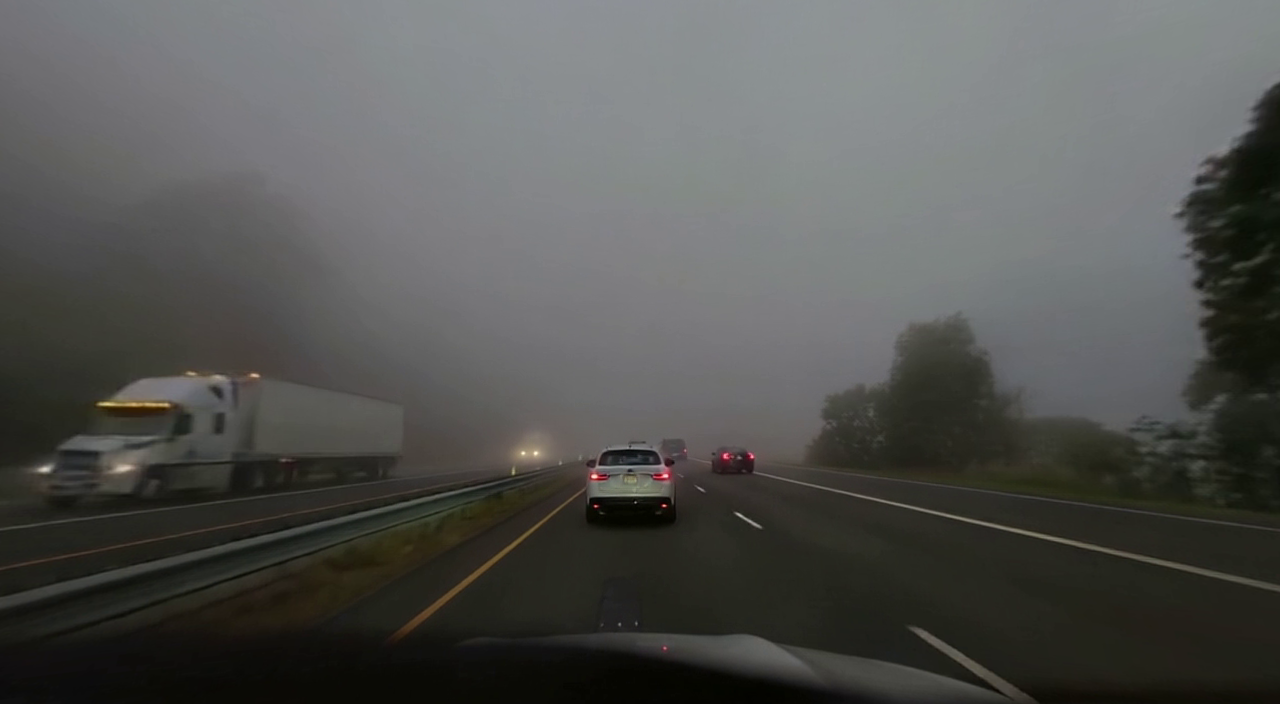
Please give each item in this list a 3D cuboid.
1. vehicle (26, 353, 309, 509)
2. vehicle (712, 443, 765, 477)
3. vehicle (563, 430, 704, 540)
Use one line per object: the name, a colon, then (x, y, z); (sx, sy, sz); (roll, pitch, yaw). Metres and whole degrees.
vehicle: (-13.612, 2.471, 19.204); (3.152, 3.893, 6.812); (0, -9, 0)
vehicle: (4.724, 5.233, 30.728); (1.931, 1.516, 3.995); (0, -9, -1)
vehicle: (-0.139, 2.255, 11.202); (2.088, 1.580, 3.657); (0, -9, -1)
